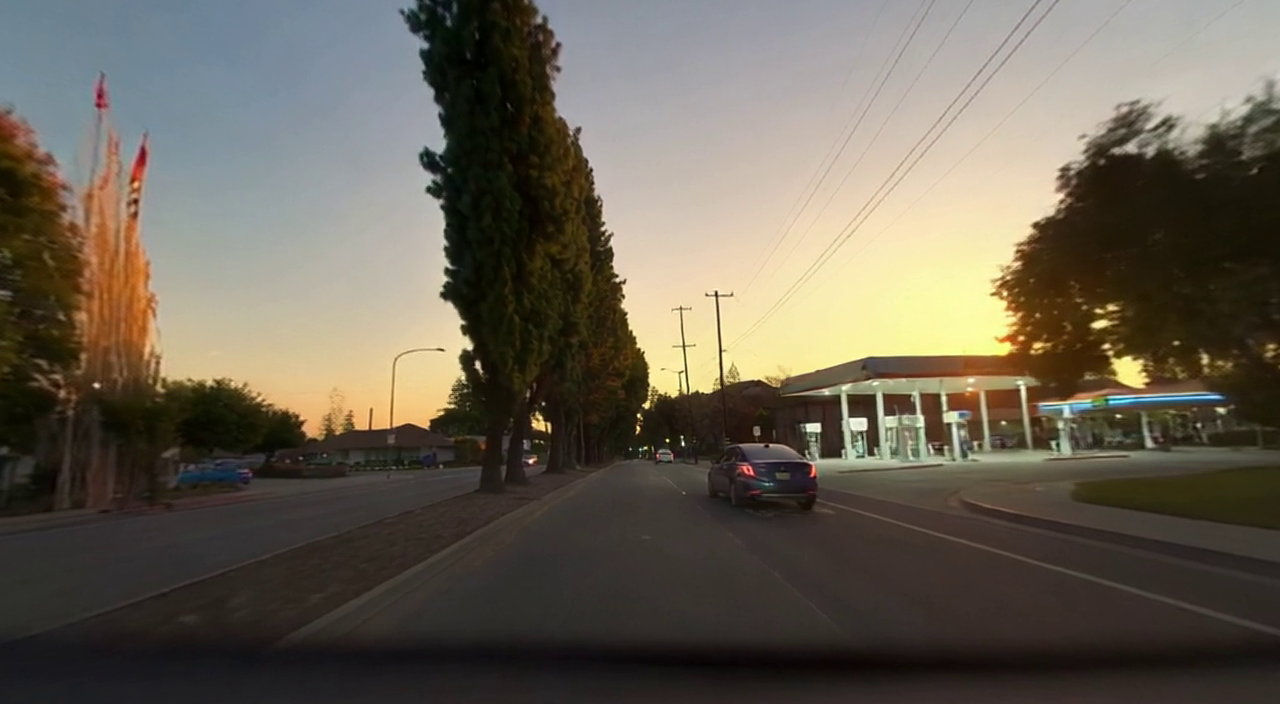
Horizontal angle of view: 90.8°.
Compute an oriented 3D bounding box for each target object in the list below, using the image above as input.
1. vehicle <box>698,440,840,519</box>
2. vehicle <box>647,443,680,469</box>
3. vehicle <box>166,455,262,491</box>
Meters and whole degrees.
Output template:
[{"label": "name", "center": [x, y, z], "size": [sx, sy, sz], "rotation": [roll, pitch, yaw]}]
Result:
[{"label": "vehicle", "center": [2.675, 2.771, 14.289], "size": [2.061, 1.475, 4.296], "rotation": [0, -9, -3]}, {"label": "vehicle", "center": [1.710, 7.858, 47.817], "size": [2.115, 1.840, 4.777], "rotation": [0, -9, -3]}, {"label": "vehicle", "center": [-24.552, 6.984, 36.703], "size": [2.082, 1.829, 5.094], "rotation": [-1, -9, -1]}]
